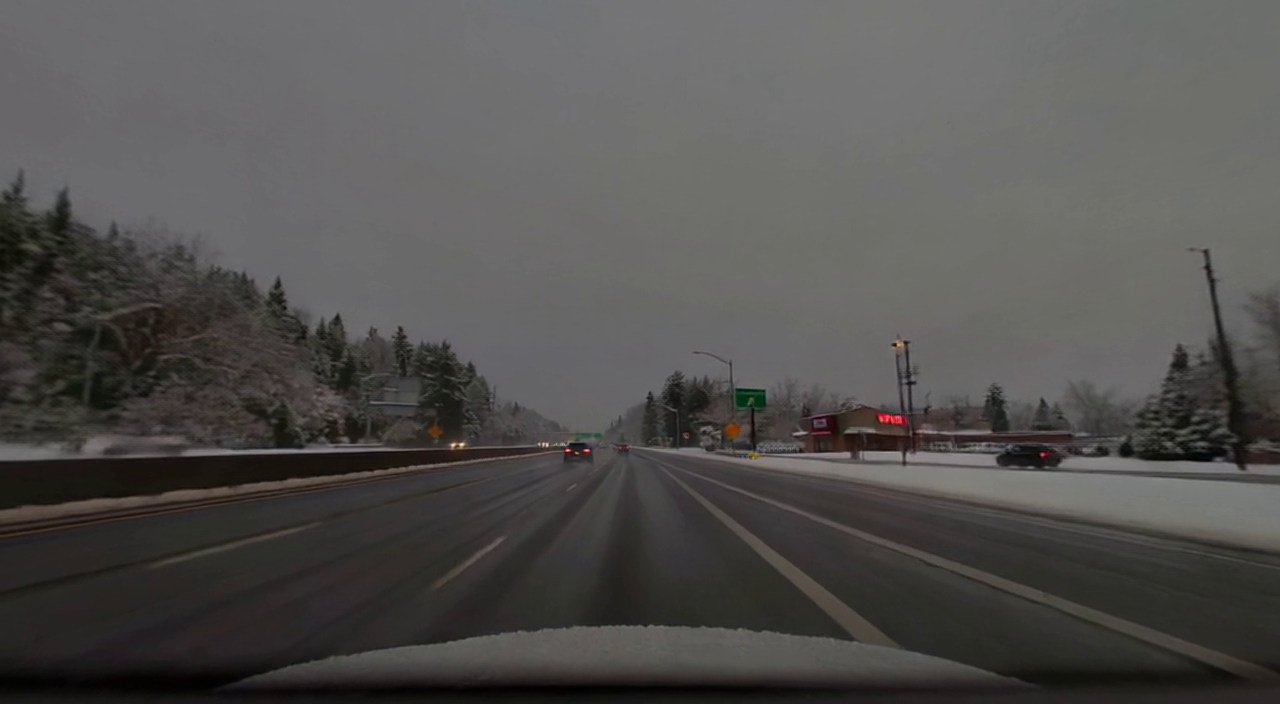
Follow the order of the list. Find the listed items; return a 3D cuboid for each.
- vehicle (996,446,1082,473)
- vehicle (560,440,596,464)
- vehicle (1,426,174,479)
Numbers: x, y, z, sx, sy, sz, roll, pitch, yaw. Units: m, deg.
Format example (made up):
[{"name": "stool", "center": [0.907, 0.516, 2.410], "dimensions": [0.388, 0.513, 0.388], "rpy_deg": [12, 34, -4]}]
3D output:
[{"name": "vehicle", "center": [28.037, 7.549, 44.590], "dimensions": [1.972, 1.749, 5.464], "rpy_deg": [1, -8, -8]}, {"name": "vehicle", "center": [-4.741, 7.729, 49.094], "dimensions": [2.236, 1.736, 5.585], "rpy_deg": [0, -8, -1]}, {"name": "vehicle", "center": [-22.597, 4.137, 26.246], "dimensions": [2.242, 1.938, 5.519], "rpy_deg": [0, -8, -1]}]
